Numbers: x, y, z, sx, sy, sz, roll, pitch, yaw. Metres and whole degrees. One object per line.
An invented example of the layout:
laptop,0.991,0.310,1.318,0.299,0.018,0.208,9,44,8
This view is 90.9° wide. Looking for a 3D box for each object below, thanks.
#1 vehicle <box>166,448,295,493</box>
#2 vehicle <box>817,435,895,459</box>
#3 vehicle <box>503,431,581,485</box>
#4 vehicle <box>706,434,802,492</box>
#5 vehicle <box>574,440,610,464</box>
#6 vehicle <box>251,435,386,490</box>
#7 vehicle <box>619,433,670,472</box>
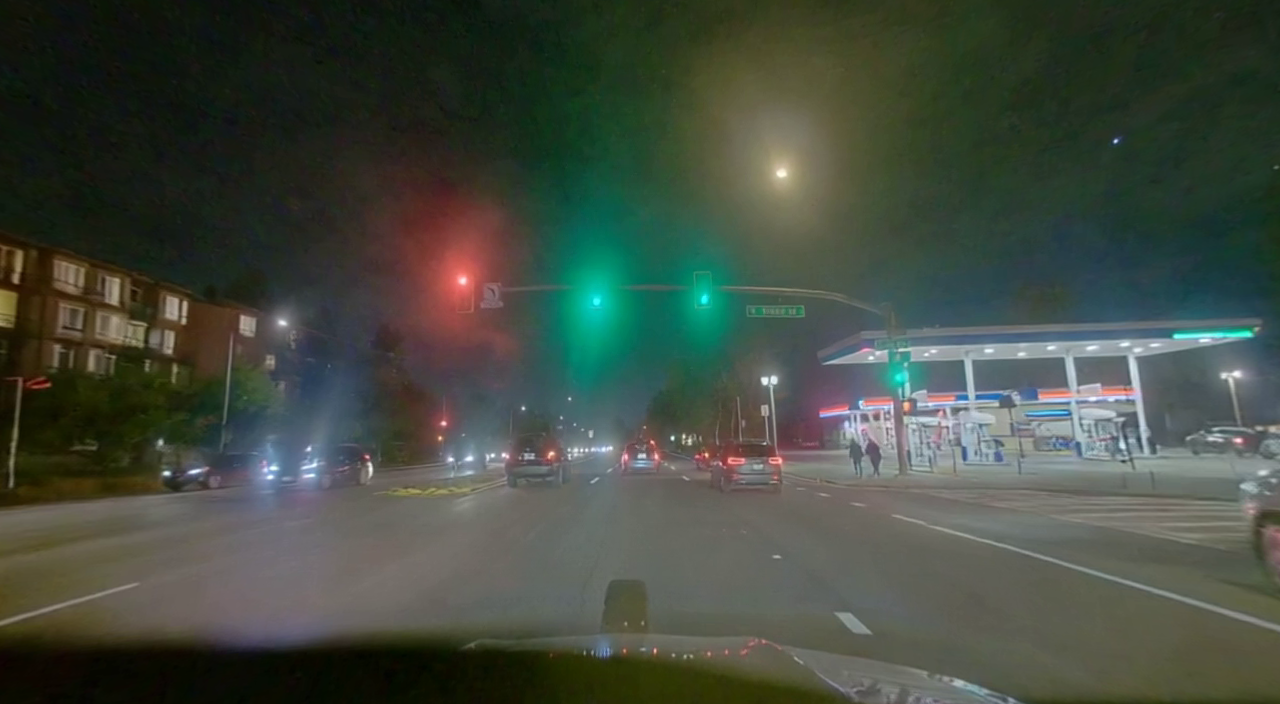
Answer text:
vehicle,-15.152,4.361,23.651,2.038,1.512,4.072,0,-8,1
vehicle,15.466,6.805,45.157,4.949,1.587,1.860,-5,-10,30
vehicle,-3.219,3.587,21.537,1.988,1.645,3.995,0,-8,1
vehicle,3.239,3.243,18.848,1.919,1.502,4.572,0,-8,-1
vehicle,-3.066,6.494,41.217,1.901,1.483,4.372,0,-8,1
vehicle,-11.737,4.043,23.571,2.133,1.788,5.468,0,-8,0
vehicle,0.201,4.685,29.555,2.192,1.674,4.124,0,-8,0
